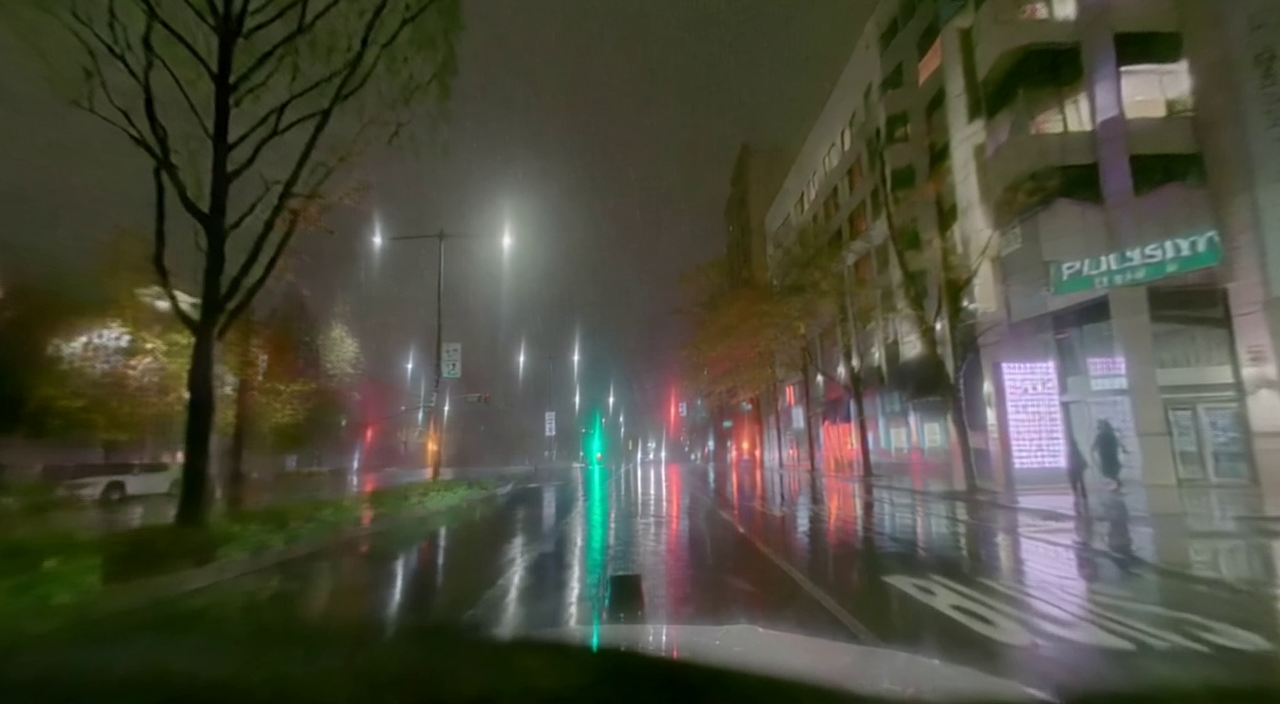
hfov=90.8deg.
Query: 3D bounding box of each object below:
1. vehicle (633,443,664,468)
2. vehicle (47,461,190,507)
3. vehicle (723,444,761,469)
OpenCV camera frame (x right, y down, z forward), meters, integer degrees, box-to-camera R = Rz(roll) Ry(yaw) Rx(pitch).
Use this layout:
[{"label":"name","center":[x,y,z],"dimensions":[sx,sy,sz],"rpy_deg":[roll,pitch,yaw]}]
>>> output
[{"label":"vehicle","center":[0.672,7.826,48.049],"dimensions":[2.223,1.775,4.250],"rpy_deg":[-1,-8,1]},{"label":"vehicle","center":[-20.410,5.143,25.015],"dimensions":[1.840,1.440,4.442],"rpy_deg":[-3,-9,1]},{"label":"vehicle","center":[7.855,8.047,49.003],"dimensions":[1.987,1.772,4.749],"rpy_deg":[0,-8,-2]}]
